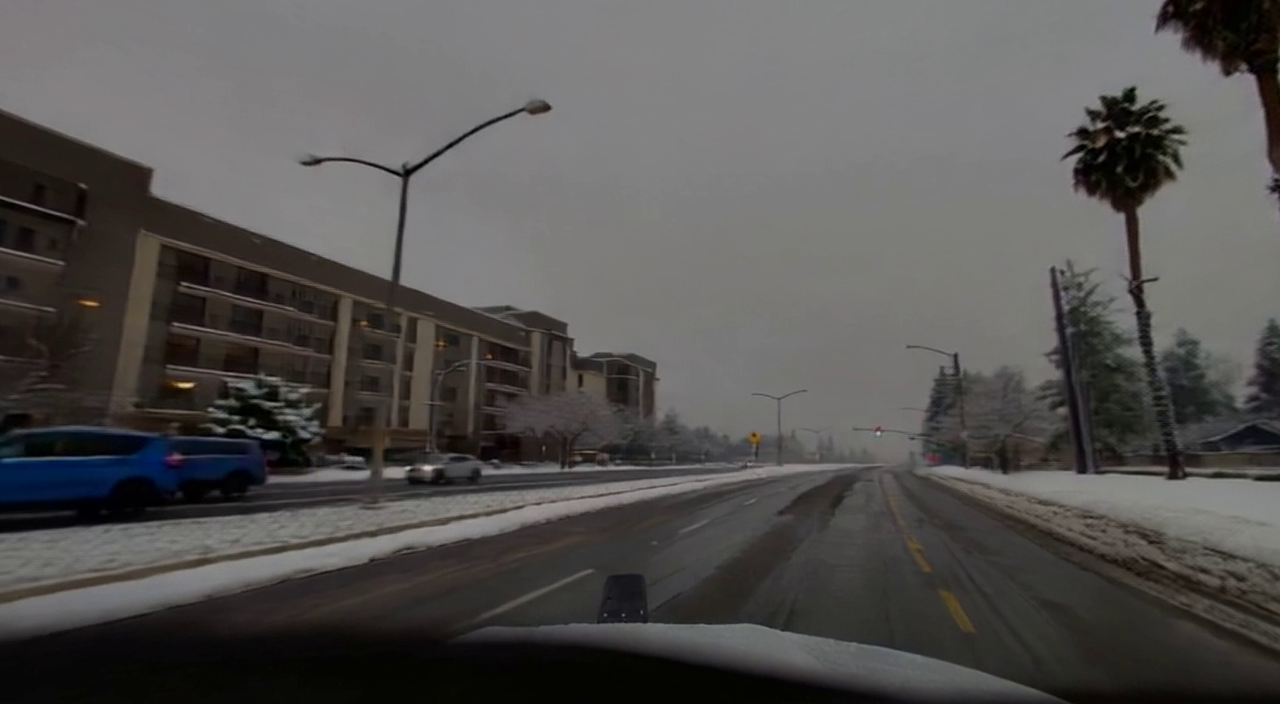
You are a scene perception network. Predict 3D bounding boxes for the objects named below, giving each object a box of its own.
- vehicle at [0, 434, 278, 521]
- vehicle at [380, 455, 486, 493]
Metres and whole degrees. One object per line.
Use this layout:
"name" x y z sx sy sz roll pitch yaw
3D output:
"vehicle" -13.271 3.233 16.960 2.273 1.890 5.841 -3 -9 19
"vehicle" -9.172 5.414 28.360 1.915 1.490 4.763 -3 -9 21
